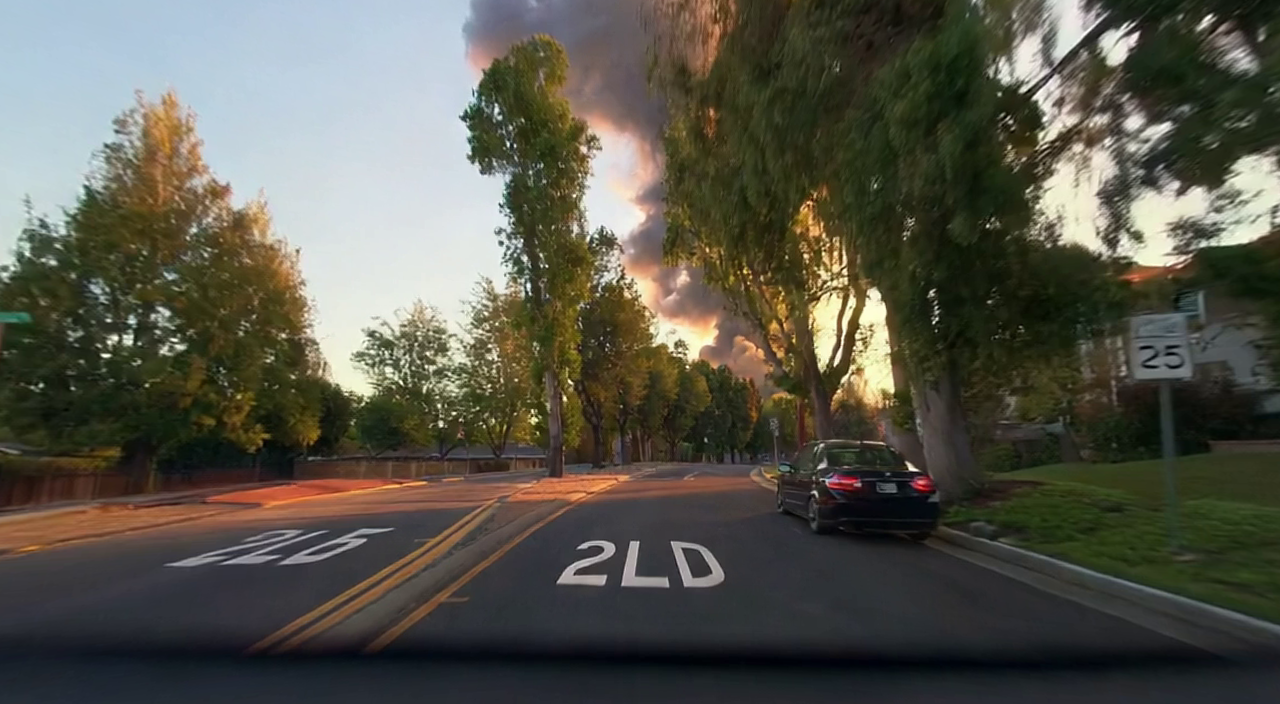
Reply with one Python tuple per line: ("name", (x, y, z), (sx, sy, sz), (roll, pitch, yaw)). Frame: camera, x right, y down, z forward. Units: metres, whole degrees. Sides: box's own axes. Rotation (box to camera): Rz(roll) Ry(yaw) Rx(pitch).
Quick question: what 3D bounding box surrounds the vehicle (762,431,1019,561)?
("vehicle", (3.360, 2.010, 9.681), (1.965, 1.486, 4.582), (0, -8, -1))
